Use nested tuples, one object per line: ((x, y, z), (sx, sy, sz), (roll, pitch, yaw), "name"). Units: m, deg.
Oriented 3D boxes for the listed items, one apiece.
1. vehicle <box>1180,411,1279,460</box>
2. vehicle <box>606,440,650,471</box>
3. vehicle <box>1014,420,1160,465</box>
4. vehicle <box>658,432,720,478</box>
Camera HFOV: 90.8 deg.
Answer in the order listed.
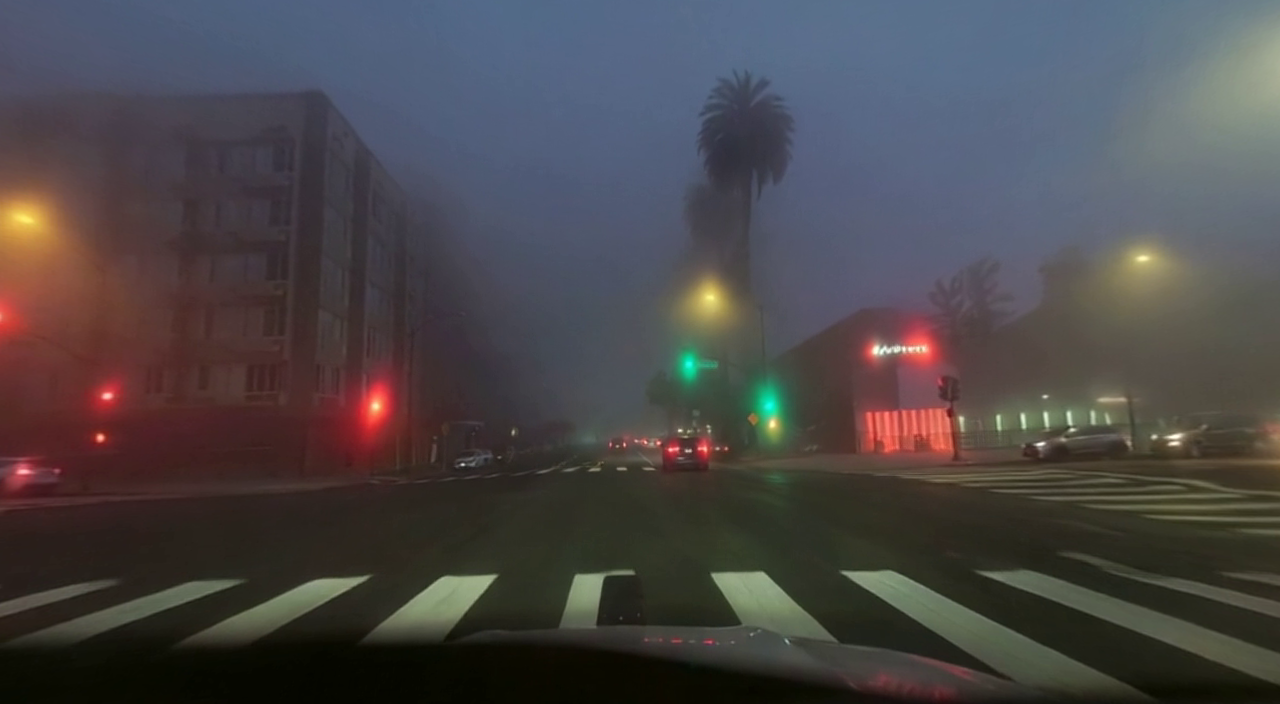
((25.604, 3.405, 25.755), (5.130, 1.875, 2.118), (0, -8, -1), "vehicle")
((-0.649, 5.164, 31.719), (2.088, 1.452, 3.993), (0, -8, -2), "vehicle")
((17.688, 3.612, 25.182), (4.277, 1.665, 2.006), (0, -8, -1), "vehicle")
((1.895, 4.157, 25.828), (2.003, 1.702, 4.288), (0, -8, -3), "vehicle")
